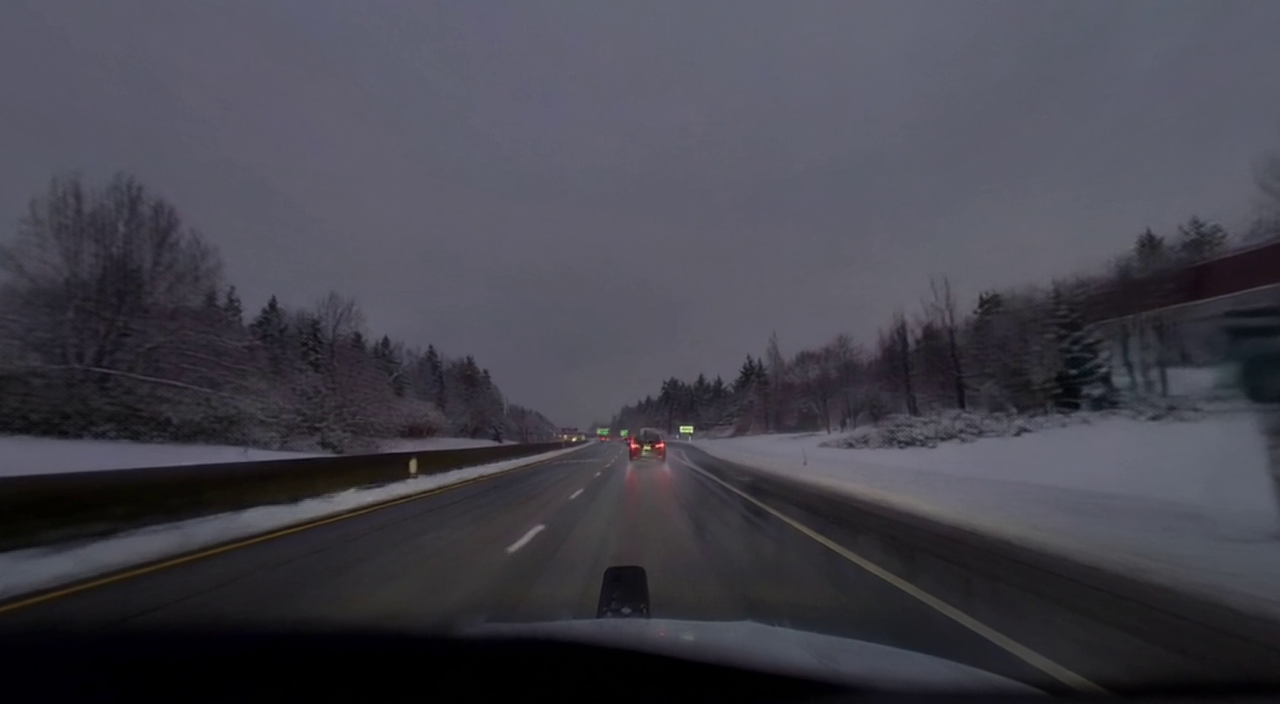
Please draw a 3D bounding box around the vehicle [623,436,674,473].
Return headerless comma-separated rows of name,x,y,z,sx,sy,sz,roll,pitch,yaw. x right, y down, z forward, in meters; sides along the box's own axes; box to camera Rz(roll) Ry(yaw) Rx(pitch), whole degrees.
vehicle,0.363,4.528,27.976,2.130,1.512,4.057,0,-8,0
